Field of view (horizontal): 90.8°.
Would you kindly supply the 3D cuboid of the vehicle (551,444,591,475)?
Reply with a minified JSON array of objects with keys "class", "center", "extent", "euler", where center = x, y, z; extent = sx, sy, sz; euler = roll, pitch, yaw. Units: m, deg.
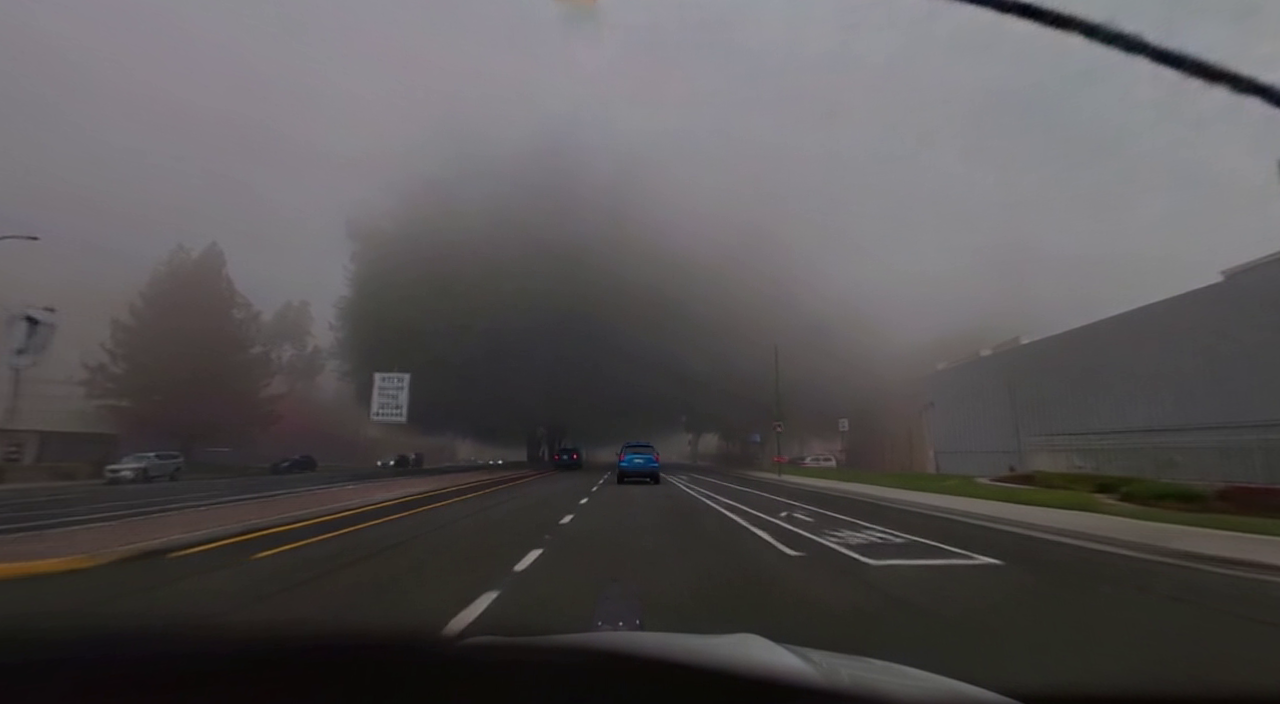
[{"class":"vehicle","center":[-4.466,7.038,41.657],"extent":[2.202,1.856,4.516],"euler":[0,-8,-1]}]

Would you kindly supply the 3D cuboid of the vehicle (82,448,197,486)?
[{"class":"vehicle","center":[-26.217,6.012,33.390],"extent":[2.111,1.839,4.932],"euler":[0,-9,-2]}]

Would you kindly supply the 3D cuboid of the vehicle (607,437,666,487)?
[{"class":"vehicle","center":[-0.197,4.640,27.093],"extent":[2.273,1.909,5.075],"euler":[0,-9,-1]}]

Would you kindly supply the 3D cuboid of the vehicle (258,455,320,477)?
[{"class":"vehicle","center":[-26.851,8.726,48.516],"extent":[1.955,1.540,5.041],"euler":[0,-9,-1]}]
